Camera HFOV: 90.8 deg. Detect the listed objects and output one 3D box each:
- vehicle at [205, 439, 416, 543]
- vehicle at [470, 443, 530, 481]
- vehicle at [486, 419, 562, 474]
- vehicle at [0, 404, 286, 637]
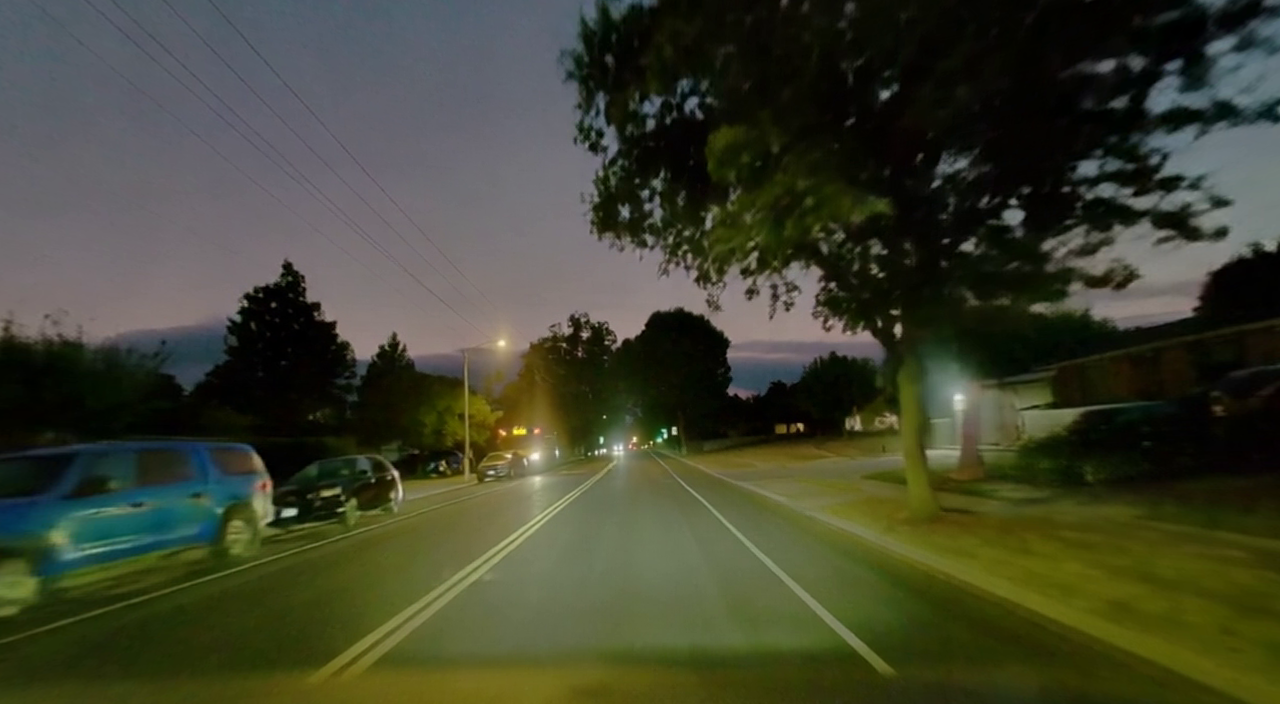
[{"bbox_3d":[-6.629,2.794,13.479,2.002,1.790,4.624,0,-9,0],"label":"vehicle"},{"bbox_3d":[-6.769,5.338,30.996,2.023,1.721,4.418,0,-9,-2],"label":"vehicle"},{"bbox_3d":[-6.637,5.570,37.295,2.835,2.876,7.091,-1,-8,2],"label":"vehicle"},{"bbox_3d":[-6.581,1.764,7.015,2.284,1.939,5.502,-5,-9,-1],"label":"vehicle"}]
